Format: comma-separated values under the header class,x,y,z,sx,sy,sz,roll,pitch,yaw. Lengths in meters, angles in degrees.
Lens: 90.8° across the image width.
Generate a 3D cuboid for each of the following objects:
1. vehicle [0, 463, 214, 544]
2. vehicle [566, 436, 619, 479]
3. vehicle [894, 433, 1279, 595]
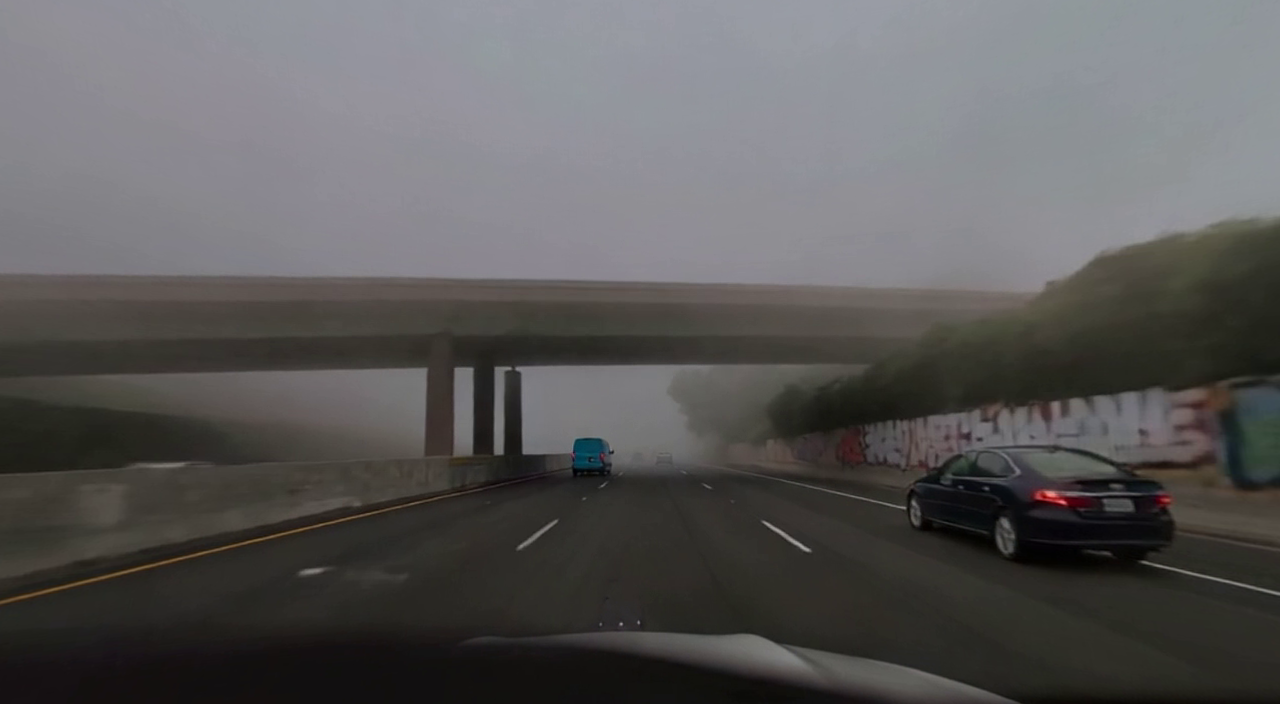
class,x,y,z,sx,sy,sz,roll,pitch,yaw
vehicle,-12.193,3.320,14.405,1.912,1.440,4.266,0,-9,1
vehicle,-2.359,5.475,33.045,2.310,2.030,5.094,0,-9,1
vehicle,5.284,1.871,8.286,1.972,1.492,4.623,0,-9,0
